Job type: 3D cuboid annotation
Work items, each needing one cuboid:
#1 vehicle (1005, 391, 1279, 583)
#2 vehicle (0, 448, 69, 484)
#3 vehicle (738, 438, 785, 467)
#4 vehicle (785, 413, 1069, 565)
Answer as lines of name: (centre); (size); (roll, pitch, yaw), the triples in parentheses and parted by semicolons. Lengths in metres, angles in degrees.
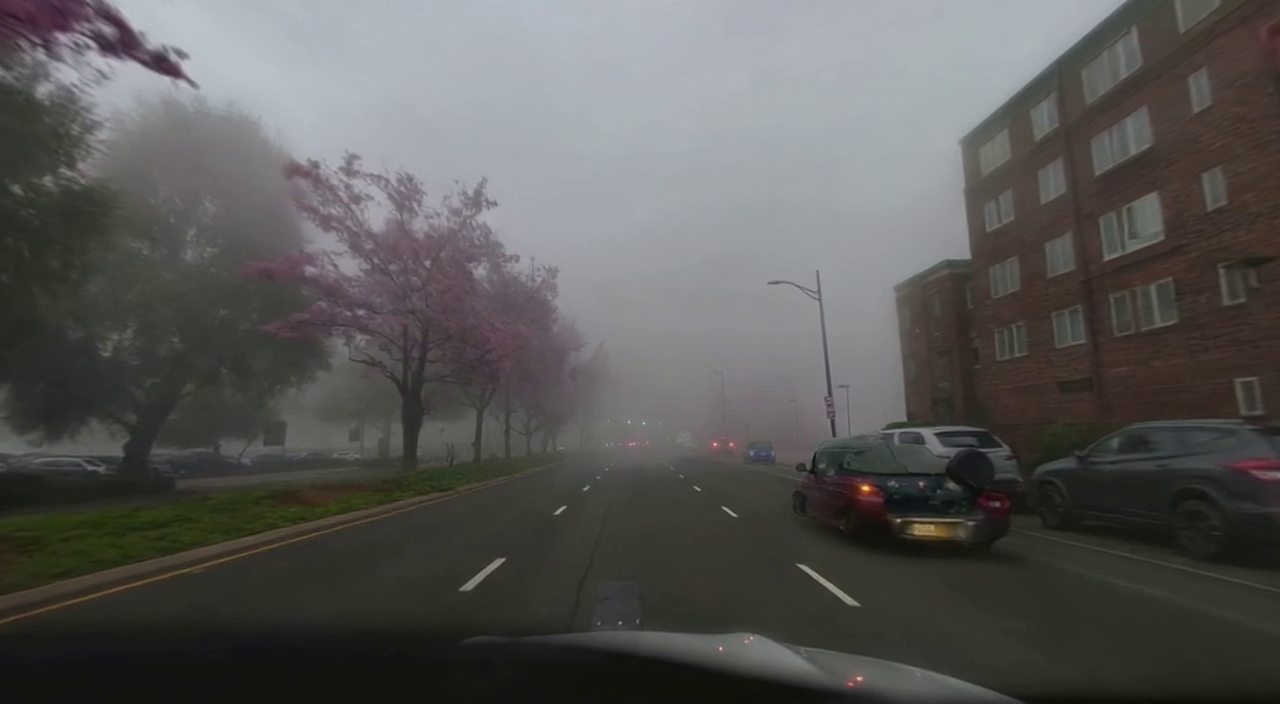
vehicle: (7.221, 1.601, 8.147); (2.118, 1.817, 4.858); (0, -8, 1)
vehicle: (-34.436, 6.128, 34.074); (5.150, 1.807, 2.283); (-1, -8, 5)
vehicle: (7.263, 6.038, 38.199); (1.940, 1.647, 4.309); (0, -8, -1)
vehicle: (3.528, 1.770, 8.912); (1.984, 1.580, 4.413); (0, -8, 1)
